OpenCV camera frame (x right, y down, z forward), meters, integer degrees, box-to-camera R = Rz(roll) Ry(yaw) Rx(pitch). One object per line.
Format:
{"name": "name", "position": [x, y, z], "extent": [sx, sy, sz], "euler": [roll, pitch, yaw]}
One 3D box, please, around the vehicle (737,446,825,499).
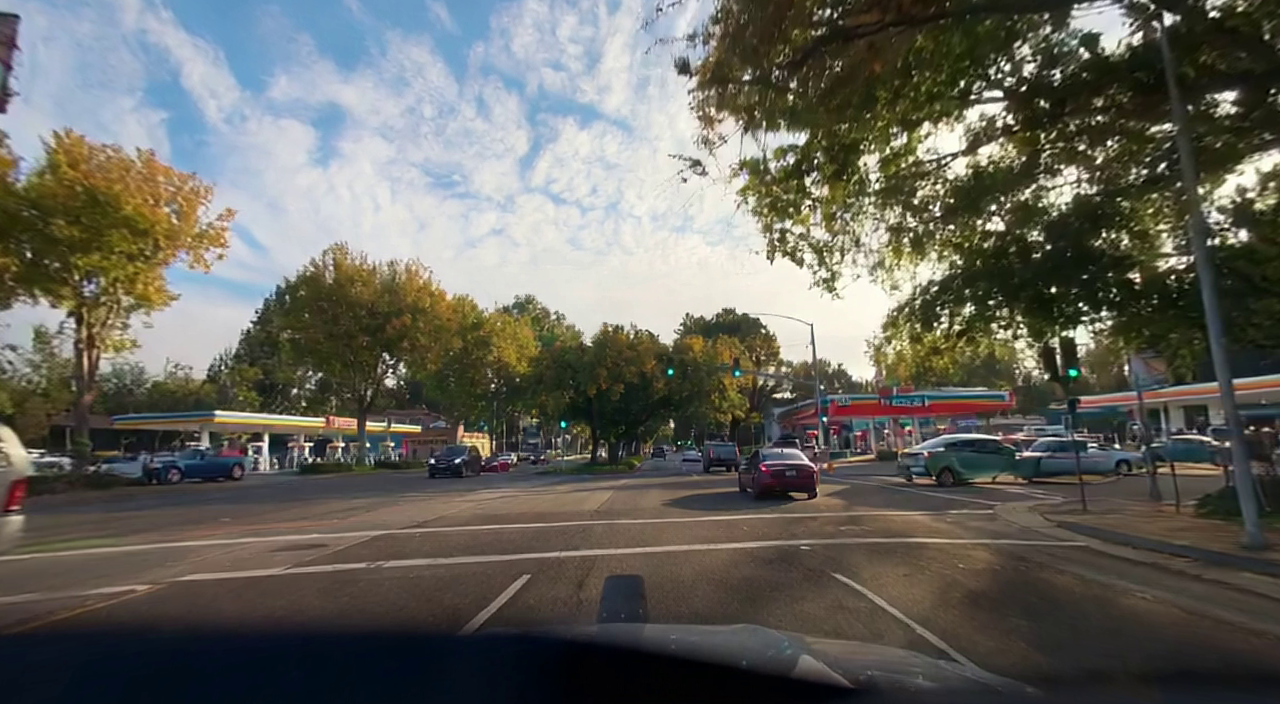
{"name": "vehicle", "position": [4.264, 3.698, 19.763], "extent": [1.871, 1.442, 4.122], "euler": [0, -9, 1]}

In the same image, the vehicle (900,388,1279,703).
{"name": "vehicle", "position": [3.799, 1.256, 4.482], "extent": [1.875, 1.665, 4.931], "euler": [0, -9, 1]}

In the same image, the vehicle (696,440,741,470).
{"name": "vehicle", "position": [5.447, 7.273, 44.674], "extent": [2.611, 1.983, 5.165], "euler": [0, -9, 1]}

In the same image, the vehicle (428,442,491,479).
{"name": "vehicle", "position": [-10.218, 6.200, 36.019], "extent": [2.416, 1.903, 4.339], "euler": [-1, -10, -2]}

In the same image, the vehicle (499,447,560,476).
{"name": "vehicle", "position": [-6.991, 6.997, 40.551], "extent": [2.842, 1.476, 4.980], "euler": [-3, -7, 2]}
